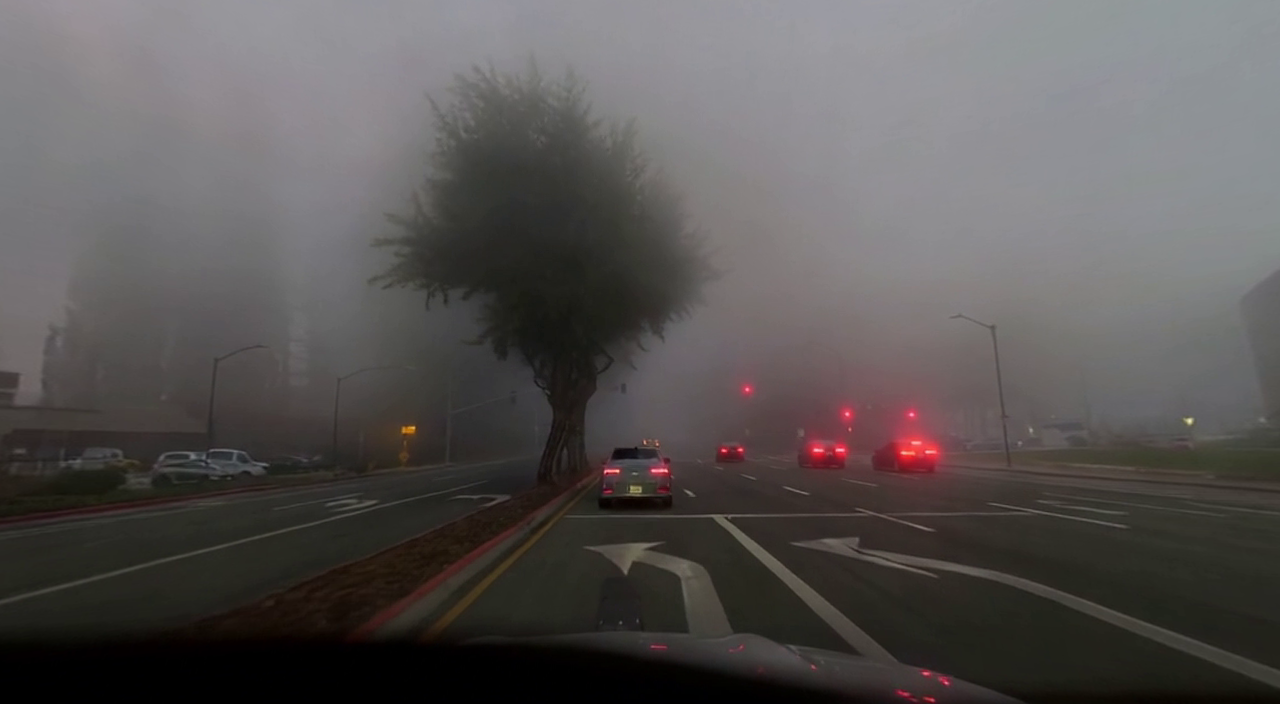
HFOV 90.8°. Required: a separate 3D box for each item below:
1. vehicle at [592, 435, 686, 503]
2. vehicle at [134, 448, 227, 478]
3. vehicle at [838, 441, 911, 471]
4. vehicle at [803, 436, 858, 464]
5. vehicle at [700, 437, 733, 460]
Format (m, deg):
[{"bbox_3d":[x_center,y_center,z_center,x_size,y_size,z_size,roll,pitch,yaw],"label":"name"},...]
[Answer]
[{"bbox_3d":[-0.064,2.894,15.985,2.064,1.477,3.968,0,-9,-1],"label":"vehicle"},{"bbox_3d":[-30.325,7.322,41.906,4.758,1.809,2.114,6,-10,-33],"label":"vehicle"},{"bbox_3d":[12.485,5.539,33.960,2.059,1.482,4.568,0,-9,-2],"label":"vehicle"},{"bbox_3d":[12.964,6.726,43.349,1.981,1.746,5.375,0,-9,-1],"label":"vehicle"},{"bbox_3d":[5.982,7.608,49.956,1.957,1.755,4.331,0,-9,-1],"label":"vehicle"}]
